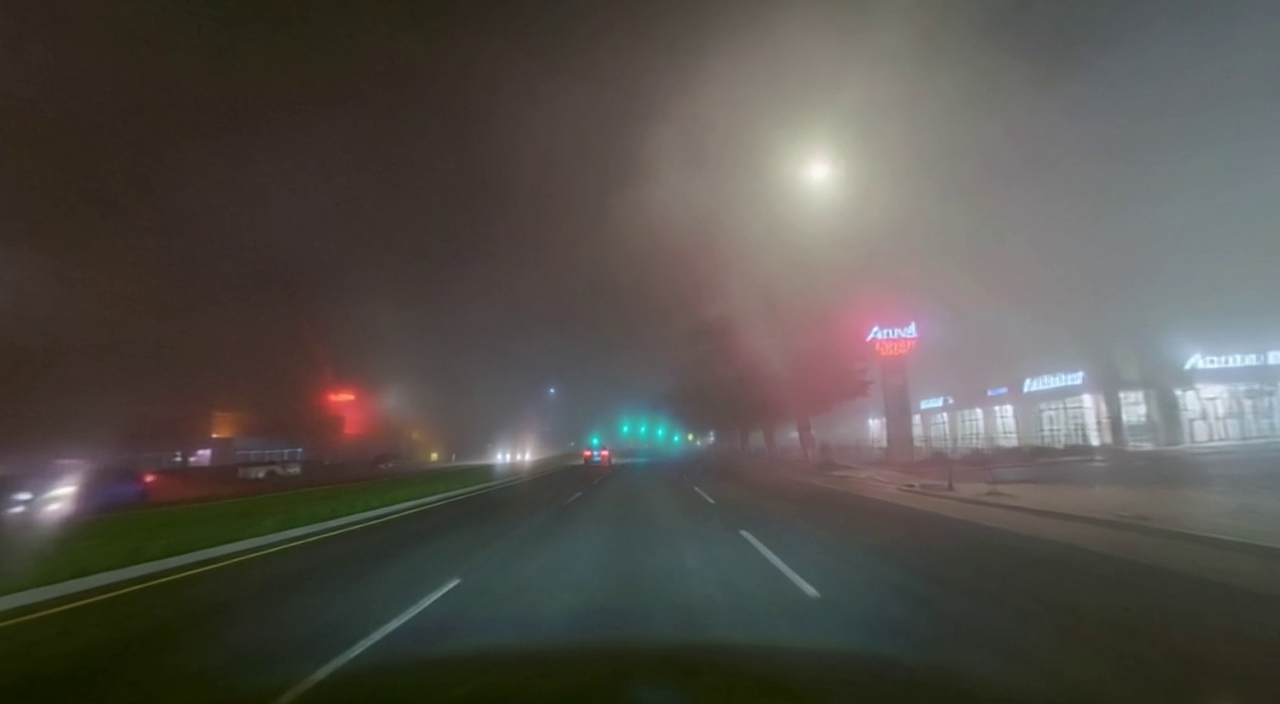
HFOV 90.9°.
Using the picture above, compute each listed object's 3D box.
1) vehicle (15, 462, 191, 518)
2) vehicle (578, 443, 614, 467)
[{"bbox_3d":[-17.961,4.590,21.473,1.948,1.535,4.600,0,-8,0],"label":"vehicle"},{"bbox_3d":[-2.682,6.407,39.380,1.926,1.442,4.231,0,-8,0],"label":"vehicle"}]
